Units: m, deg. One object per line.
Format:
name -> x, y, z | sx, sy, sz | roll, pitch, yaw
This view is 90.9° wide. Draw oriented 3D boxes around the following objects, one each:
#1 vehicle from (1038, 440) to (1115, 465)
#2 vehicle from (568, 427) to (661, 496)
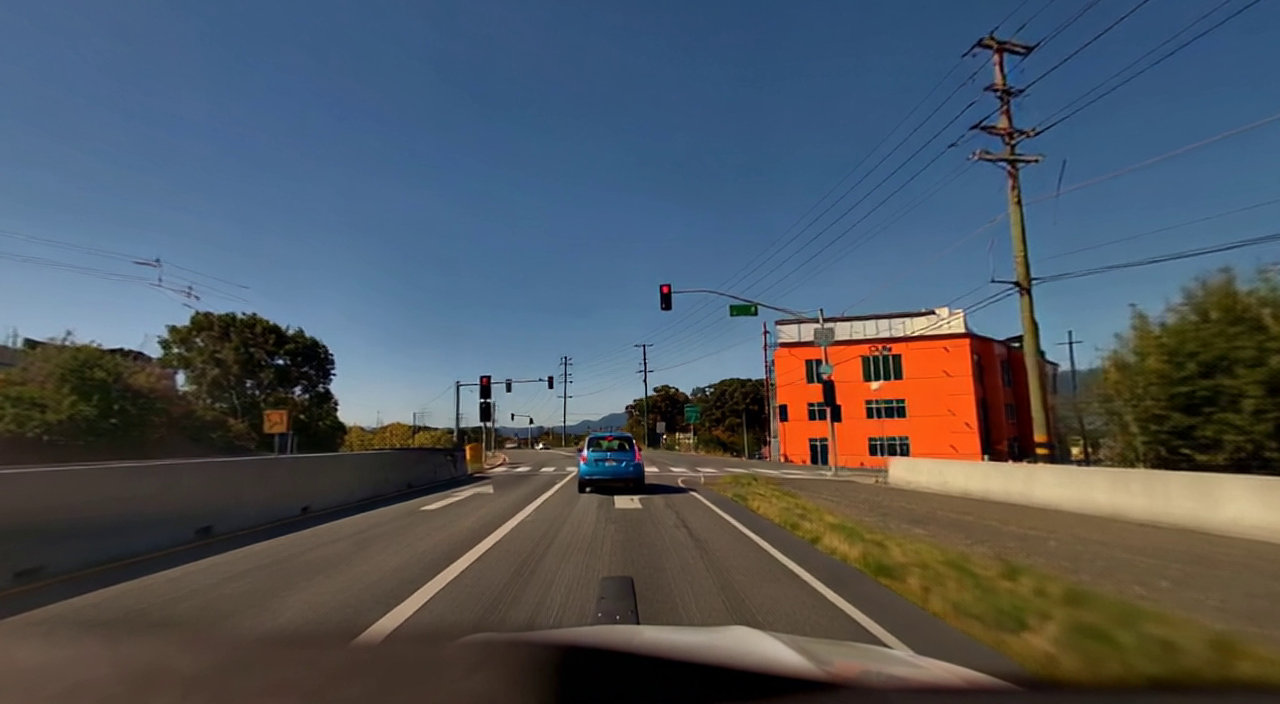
vehicle -> 27.560, 6.322, 39.901 | 1.635, 1.433, 3.558 | 5, -9, -31
vehicle -> -0.619, 2.773, 16.338 | 2.123, 1.566, 3.662 | 0, -8, -1
